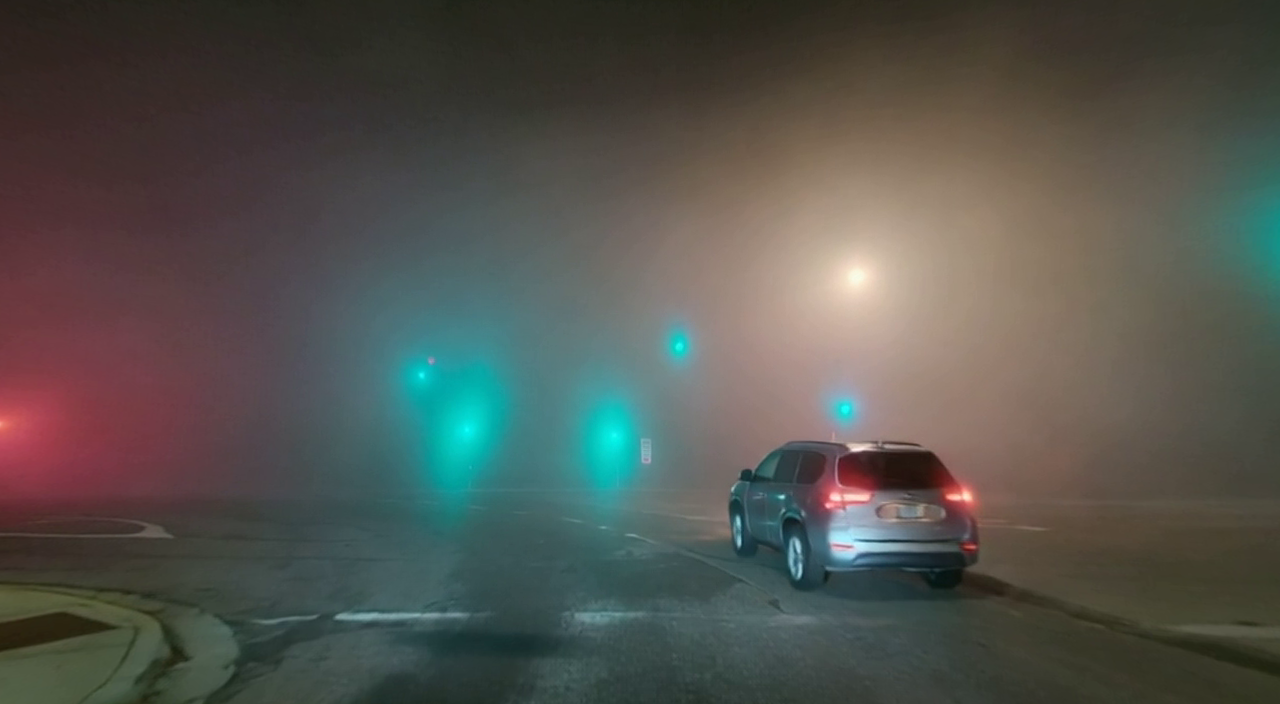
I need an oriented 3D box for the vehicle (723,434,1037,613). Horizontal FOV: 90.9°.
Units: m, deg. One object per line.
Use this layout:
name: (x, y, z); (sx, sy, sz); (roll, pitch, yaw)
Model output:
vehicle: (2.603, 1.937, 8.171); (1.938, 1.648, 4.211); (1, -9, -8)
